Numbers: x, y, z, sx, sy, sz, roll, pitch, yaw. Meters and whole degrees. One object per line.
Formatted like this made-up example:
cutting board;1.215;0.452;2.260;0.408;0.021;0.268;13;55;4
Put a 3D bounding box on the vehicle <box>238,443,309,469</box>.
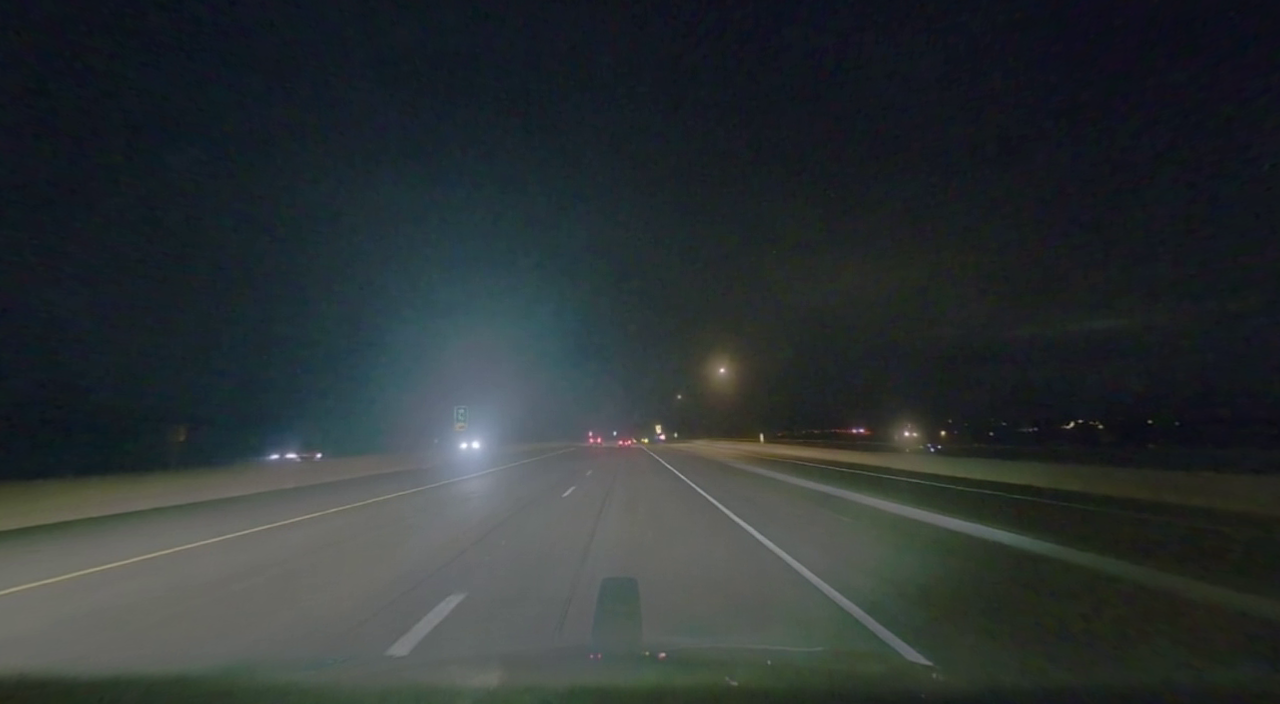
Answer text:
vehicle;-23.916;6.777;41.198;1.905;1.523;4.590;0;-8;-1
